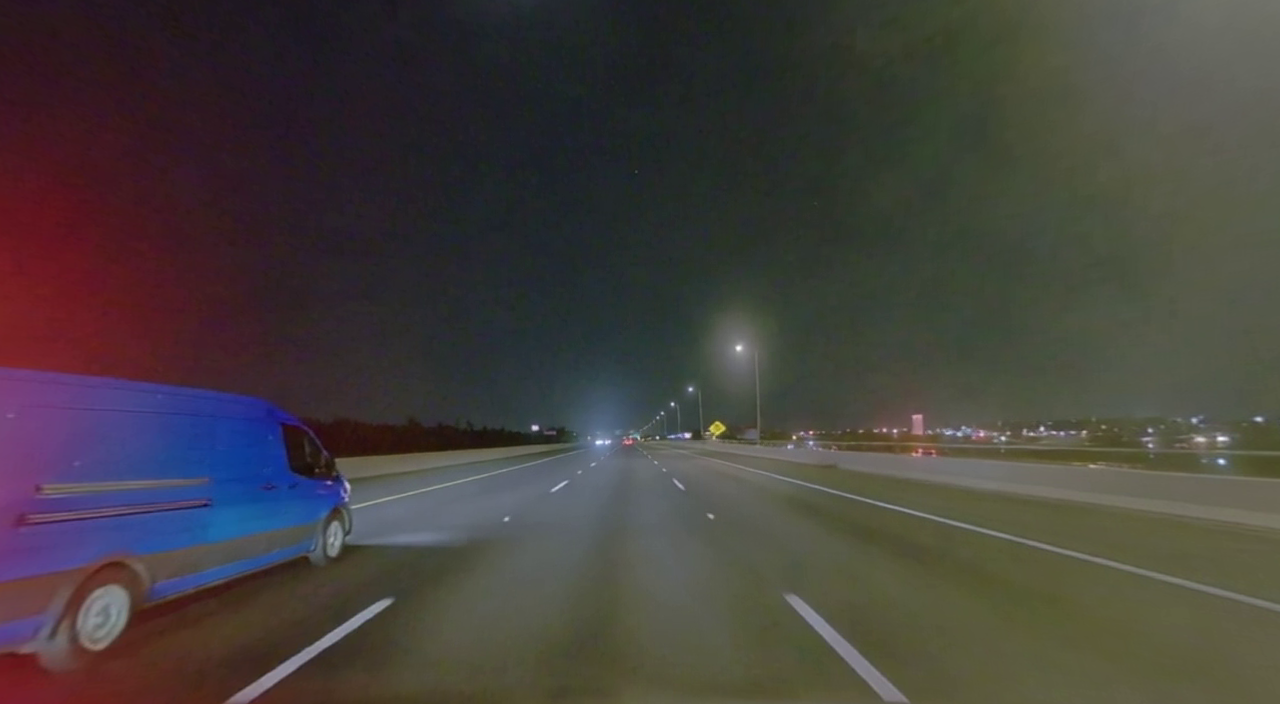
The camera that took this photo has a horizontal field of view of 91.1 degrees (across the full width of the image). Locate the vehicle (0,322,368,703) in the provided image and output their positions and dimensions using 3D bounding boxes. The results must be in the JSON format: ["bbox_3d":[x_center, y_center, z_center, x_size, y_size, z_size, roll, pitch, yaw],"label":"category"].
[{"bbox_3d":[-4.188,1.040,4.850,2.104,1.860,4.853,0,-8,-1],"label":"vehicle"}]
